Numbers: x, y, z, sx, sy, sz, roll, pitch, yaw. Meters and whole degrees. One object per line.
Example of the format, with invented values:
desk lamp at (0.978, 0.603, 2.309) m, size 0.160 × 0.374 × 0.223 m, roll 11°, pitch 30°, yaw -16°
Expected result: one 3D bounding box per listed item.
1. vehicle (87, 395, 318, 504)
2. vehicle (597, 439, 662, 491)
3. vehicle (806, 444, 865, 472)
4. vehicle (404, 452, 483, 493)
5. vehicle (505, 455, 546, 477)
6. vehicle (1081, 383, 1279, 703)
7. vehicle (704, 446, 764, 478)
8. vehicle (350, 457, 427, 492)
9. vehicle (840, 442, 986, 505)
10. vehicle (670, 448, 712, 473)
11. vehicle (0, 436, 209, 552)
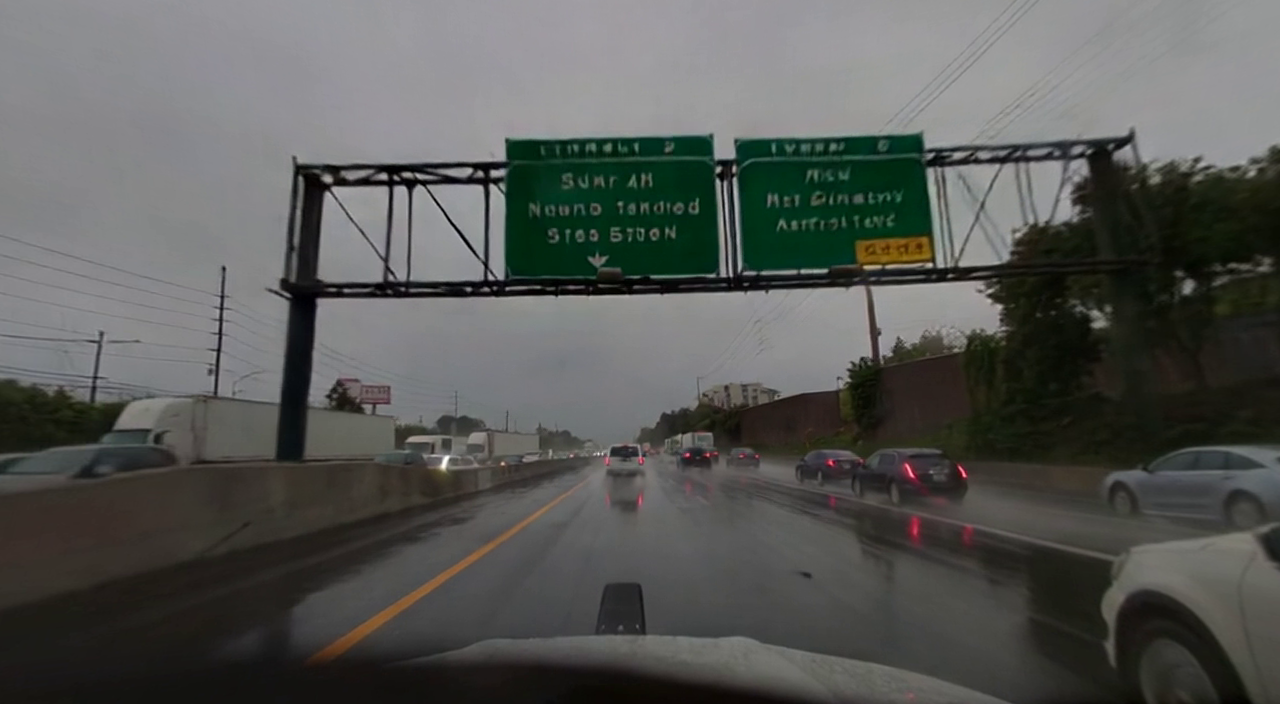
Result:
vehicle at (-18.337, 4.267, 27.800) m, size 3.068 × 3.921 × 9.552 m, roll 0°, pitch -9°, yaw 1°
vehicle at (-0.407, 4.307, 24.444) m, size 2.298 × 1.809 × 4.359 m, roll 0°, pitch -9°, yaw -1°
vehicle at (11.102, 6.038, 36.229) m, size 1.901 × 1.485 × 4.483 m, roll 0°, pitch -9°, yaw -1°
vehicle at (-8.057, 4.944, 26.286) m, size 1.931 × 1.541 × 4.018 m, roll 0°, pitch -9°, yaw 1°
vehicle at (-8.251, 8.288, 46.069) m, size 2.086 × 1.477 × 4.438 m, roll 0°, pitch -9°, yaw 1°
vehicle at (3.377, 0.757, 1.451) m, size 1.967 × 1.547 × 3.777 m, roll 0°, pitch -9°, yaw 0°
vehicle at (4.605, 5.472, 31.586) m, size 1.934 × 1.461 × 4.368 m, roll 1°, pitch -9°, yaw -6°
vehicle at (-11.933, 5.829, 30.289) m, size 1.888 × 1.455 × 4.410 m, roll 0°, pitch -9°, yaw 0°
vehicle at (7.114, 3.183, 17.036) m, size 1.958 × 1.473 × 4.201 m, roll 0°, pitch -9°, yaw -1°
vehicle at (3.124, 6.744, 39.471) m, size 2.115 × 1.481 × 3.968 m, roll 0°, pitch -9°, yaw -2°
vehicle at (-11.504, 2.706, 12.835) m, size 2.113 × 1.873 × 4.741 m, roll 0°, pitch -9°, yaw 0°
